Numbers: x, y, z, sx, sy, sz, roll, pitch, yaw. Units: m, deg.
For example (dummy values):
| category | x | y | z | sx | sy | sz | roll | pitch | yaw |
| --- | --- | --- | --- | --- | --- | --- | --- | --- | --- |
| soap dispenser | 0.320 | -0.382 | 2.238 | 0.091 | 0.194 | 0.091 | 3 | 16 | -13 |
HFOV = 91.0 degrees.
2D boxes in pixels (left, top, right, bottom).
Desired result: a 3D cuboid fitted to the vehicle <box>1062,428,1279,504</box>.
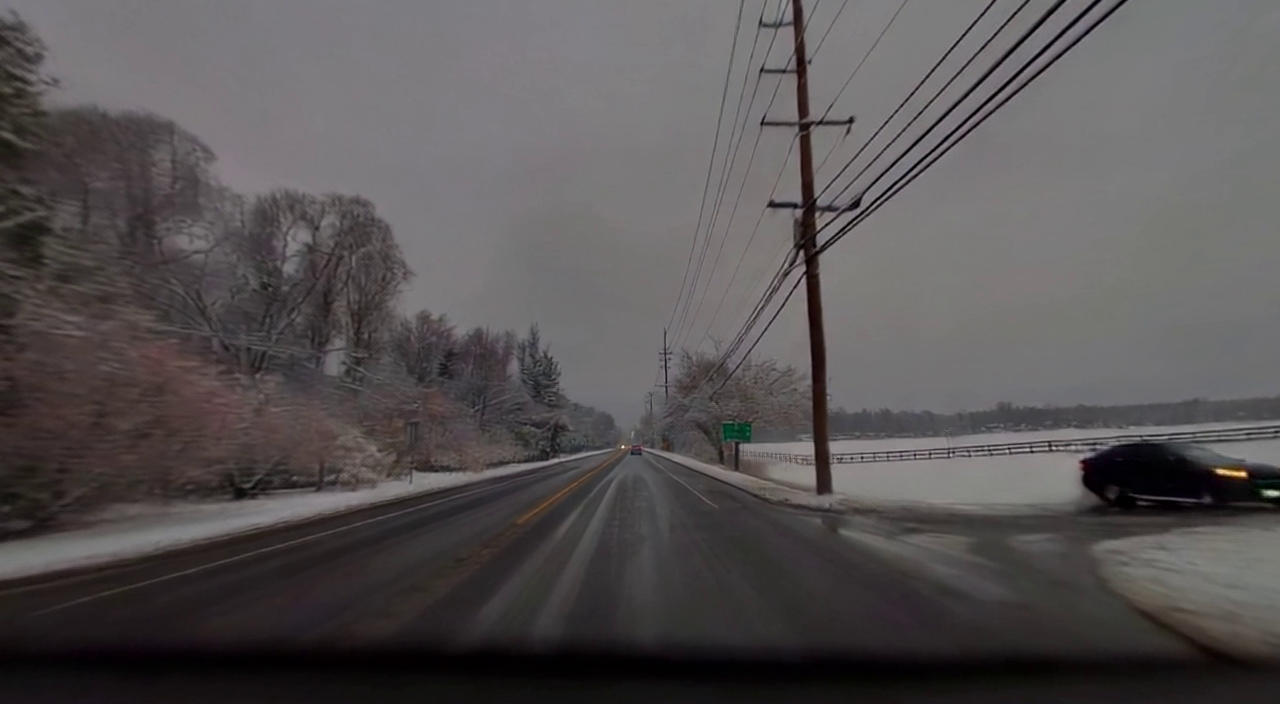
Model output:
| category | x | y | z | sx | sy | sz | roll | pitch | yaw |
| --- | --- | --- | --- | --- | --- | --- | --- | --- | --- |
| vehicle | 15.970 | 3.263 | 18.301 | 5.494 | 2.011 | 2.421 | -1 | -9 | 5 |
